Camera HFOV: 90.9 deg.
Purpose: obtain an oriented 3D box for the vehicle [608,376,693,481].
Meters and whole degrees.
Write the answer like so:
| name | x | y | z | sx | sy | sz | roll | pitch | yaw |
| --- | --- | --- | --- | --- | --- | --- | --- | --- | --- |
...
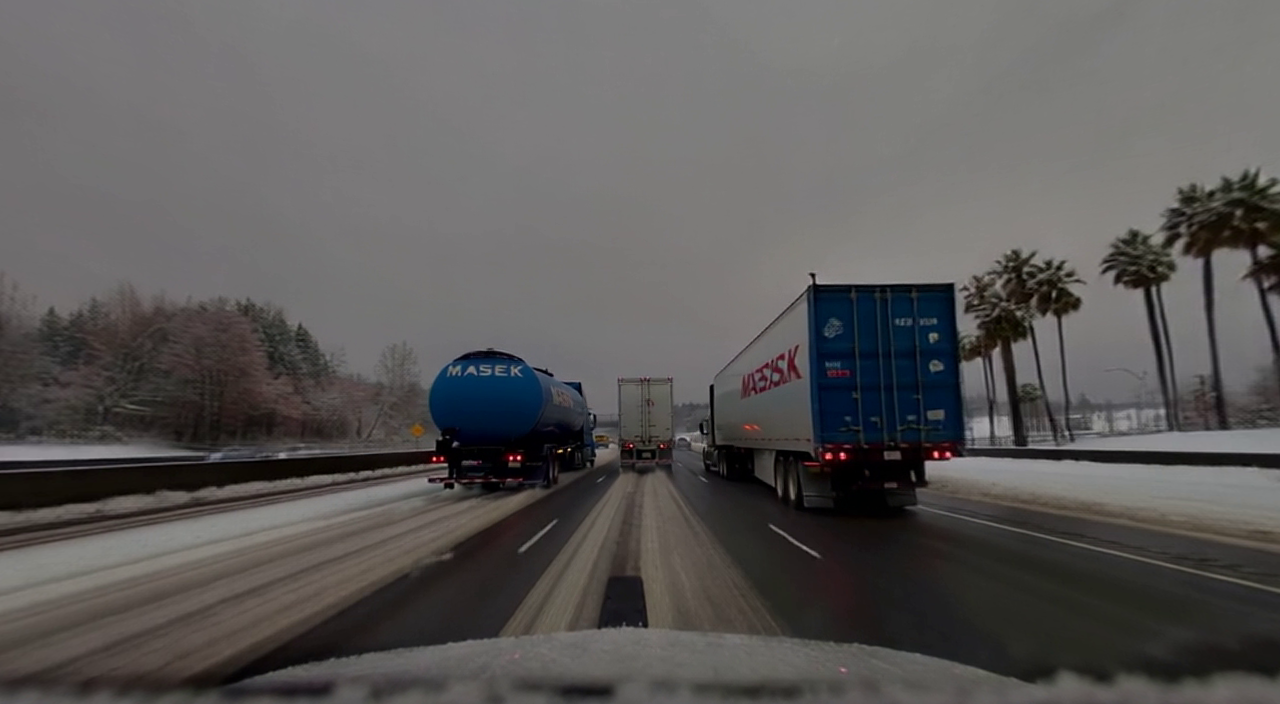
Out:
| name | x | y | z | sx | sy | sz | roll | pitch | yaw |
| --- | --- | --- | --- | --- | --- | --- | --- | --- | --- |
| vehicle | 0.474 | 4.132 | 32.346 | 3.097 | 3.856 | 18.209 | 0 | -8 | 1 |

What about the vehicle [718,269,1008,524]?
| name | x | y | z | sx | sy | sz | roll | pitch | yaw |
| --- | --- | --- | --- | --- | --- | --- | --- | --- | --- |
| vehicle | 4.477 | 1.730 | 17.577 | 2.887 | 4.178 | 14.553 | 0 | -8 | 0 |

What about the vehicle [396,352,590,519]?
| name | x | y | z | sx | sy | sz | roll | pitch | yaw |
| --- | --- | --- | --- | --- | --- | --- | --- | --- | --- |
| vehicle | -3.275 | 2.415 | 17.831 | 2.786 | 3.228 | 11.082 | 0 | -8 | 0 |
